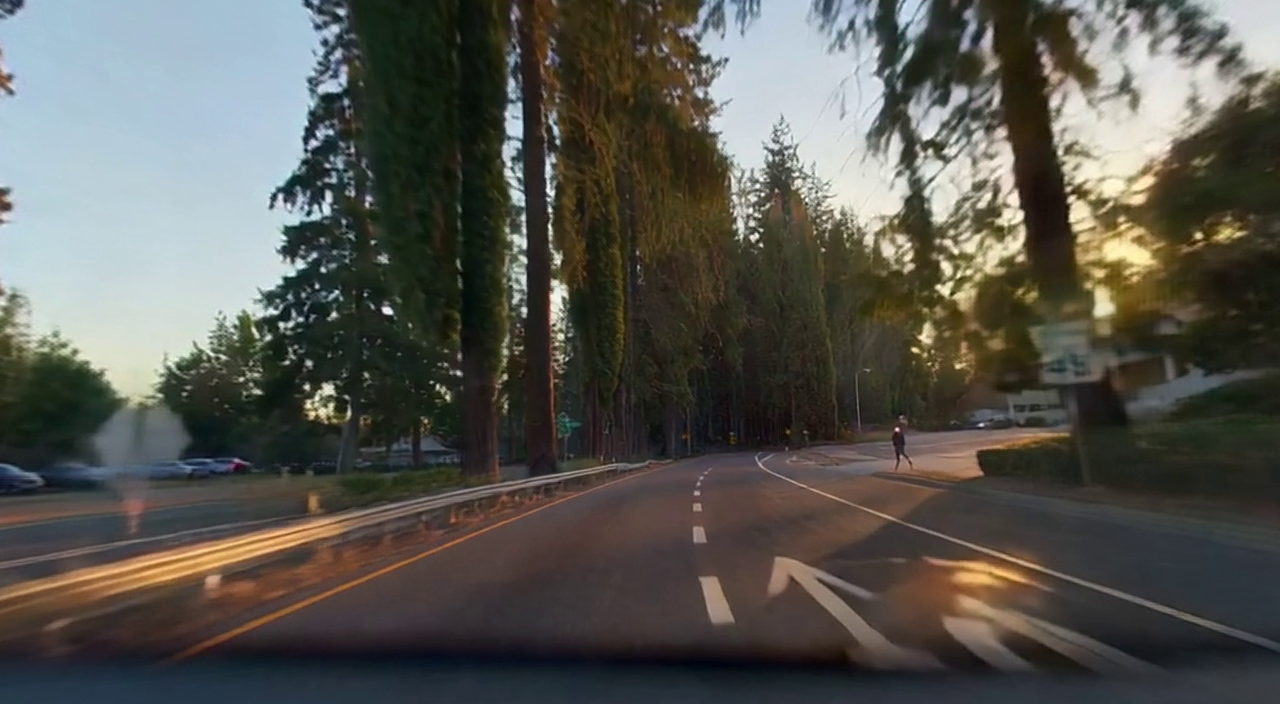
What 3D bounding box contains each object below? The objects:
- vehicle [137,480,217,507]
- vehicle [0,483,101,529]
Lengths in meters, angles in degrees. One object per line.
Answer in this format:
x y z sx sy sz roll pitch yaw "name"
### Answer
-32.504 9.938 44.553 1.842 1.584 4.567 -6 -11 7 "vehicle"
-26.168 6.667 27.160 1.911 1.583 4.279 -8 -10 9 "vehicle"
